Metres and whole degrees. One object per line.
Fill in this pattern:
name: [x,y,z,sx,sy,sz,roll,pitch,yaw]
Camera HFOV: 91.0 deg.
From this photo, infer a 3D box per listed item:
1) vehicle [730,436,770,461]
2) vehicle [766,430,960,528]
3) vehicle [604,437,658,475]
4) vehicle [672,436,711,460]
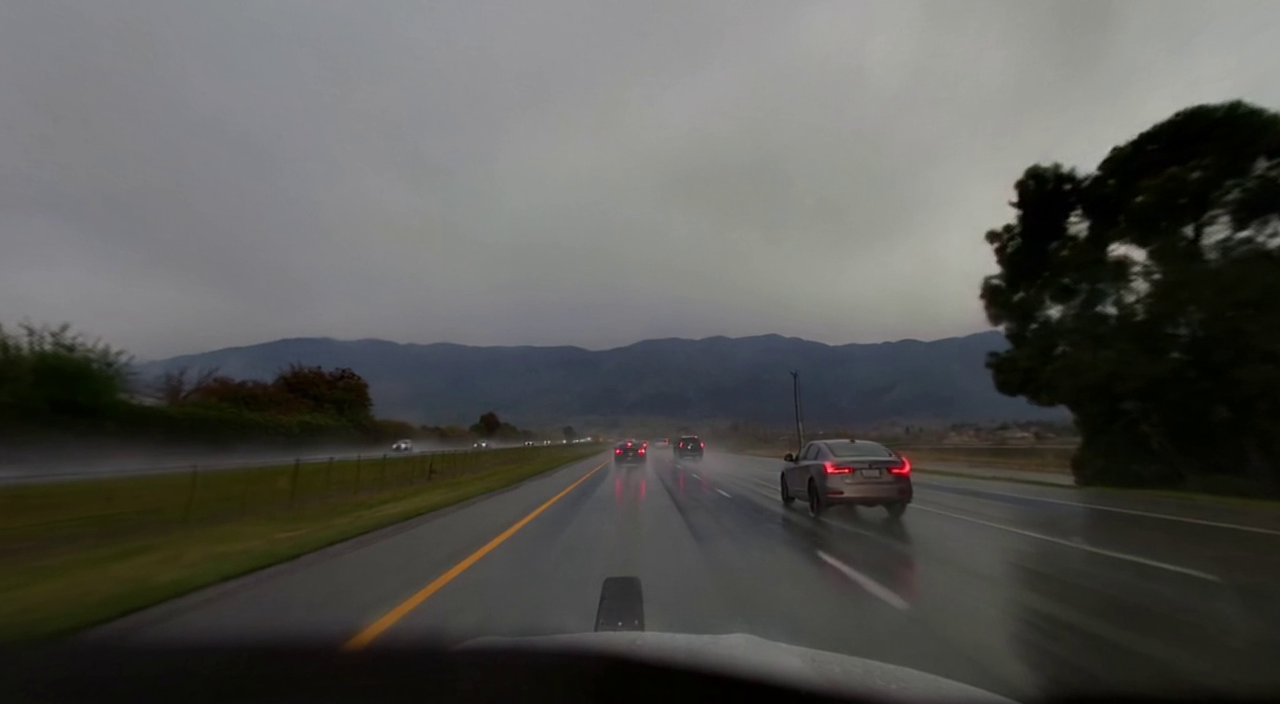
vehicle: [7.716,6.843,44.621,1.996,1.637,3.990,0,-8,-1]
vehicle: [3.752,2.212,11.541,1.957,1.447,4.241,0,-8,-1]
vehicle: [-0.356,4.352,26.534,2.085,1.449,3.860,0,-8,0]
vehicle: [3.801,7.225,47.339,2.436,1.704,4.694,0,-8,-1]
